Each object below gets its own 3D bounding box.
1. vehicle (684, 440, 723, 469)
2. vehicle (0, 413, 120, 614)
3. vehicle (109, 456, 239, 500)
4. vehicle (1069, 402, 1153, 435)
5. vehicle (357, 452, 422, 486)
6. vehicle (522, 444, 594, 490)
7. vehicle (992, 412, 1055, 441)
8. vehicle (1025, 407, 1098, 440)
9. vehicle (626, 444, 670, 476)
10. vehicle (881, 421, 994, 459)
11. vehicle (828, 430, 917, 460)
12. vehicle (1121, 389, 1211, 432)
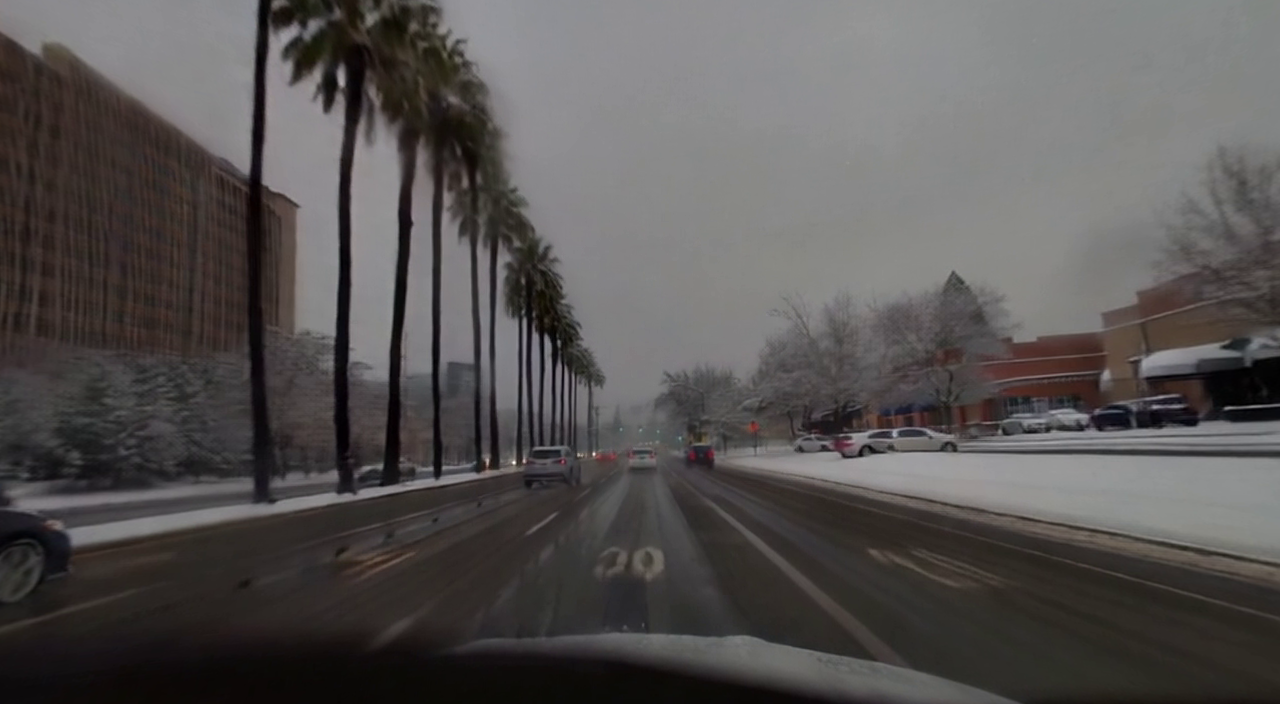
[{"bbox_3d":[4.132,6.756,41.636,2.108,1.785,4.334,0,-8,0],"label":"vehicle"},{"bbox_3d":[-6.614,1.253,4.400,2.030,1.730,4.506,-1,-8,1],"label":"vehicle"},{"bbox_3d":[-35.505,9.567,48.205,7.627,3.125,2.867,-1,-9,3],"label":"vehicle"},{"bbox_3d":[23.458,3.367,31.337,4.576,1.511,1.801,5,-10,-34],"label":"vehicle"},{"bbox_3d":[-14.059,6.552,35.612,1.841,1.697,4.289,-1,-8,1],"label":"vehicle"},{"bbox_3d":[-2.876,4.130,23.083,1.908,1.505,4.369,-1,-8,2],"label":"vehicle"},{"bbox_3d":[23.041,4.483,37.878,3.593,1.608,1.778,4,-9,-34],"label":"vehicle"},{"bbox_3d":[23.445,3.956,35.006,4.049,1.503,1.847,2,-12,-36],"label":"vehicle"},{"bbox_3d":[0.398,5.621,33.082,2.147,1.507,3.953,0,-8,1],"label":"vehicle"},{"bbox_3d":[12.848,3.787,27.185,4.749,1.457,1.806,3,-11,-28],"label":"vehicle"},{"bbox_3d":[12.292,4.910,33.291,4.284,1.450,1.927,4,-10,-27],"label":"vehicle"},{"bbox_3d":[23.595,2.672,28.233,4.448,1.701,1.954,6,-11,-36],"label":"vehicle"}]
